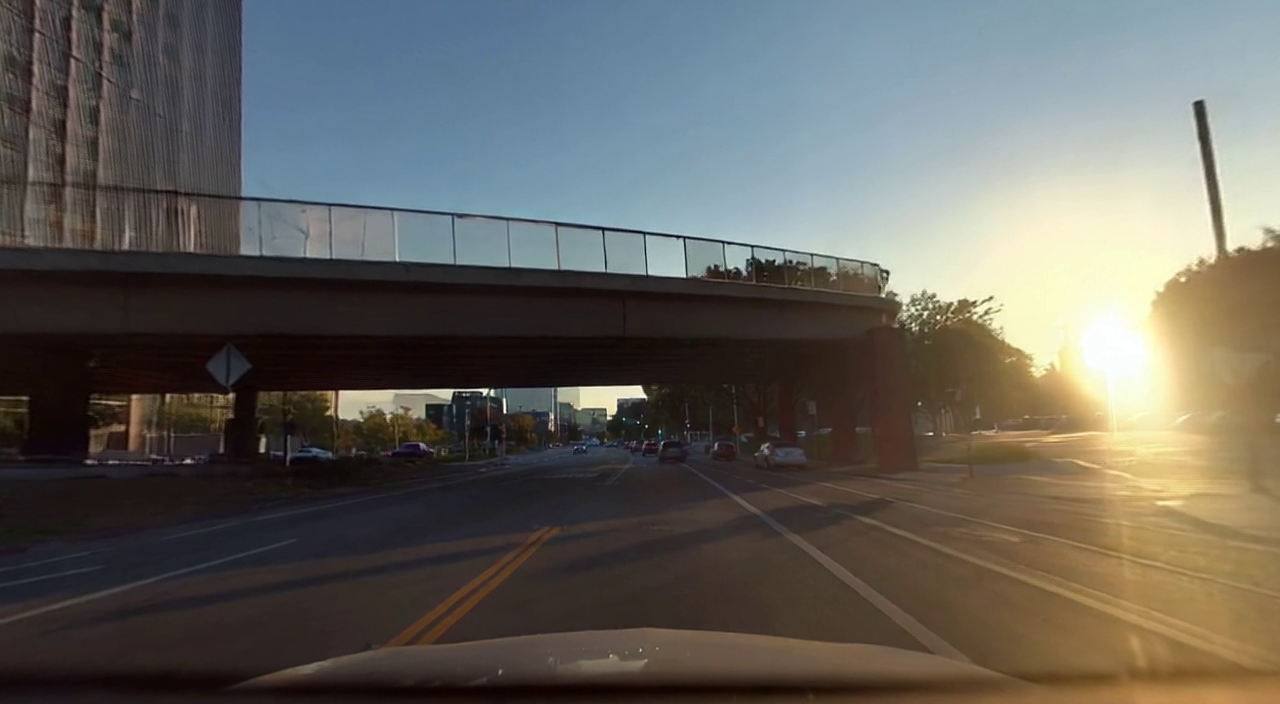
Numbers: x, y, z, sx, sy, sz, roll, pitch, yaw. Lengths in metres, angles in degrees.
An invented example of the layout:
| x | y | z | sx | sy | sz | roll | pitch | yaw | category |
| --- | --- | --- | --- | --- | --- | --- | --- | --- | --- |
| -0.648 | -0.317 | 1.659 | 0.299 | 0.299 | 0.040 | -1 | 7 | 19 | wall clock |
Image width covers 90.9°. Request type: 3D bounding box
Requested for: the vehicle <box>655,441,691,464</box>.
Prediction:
| x | y | z | sx | sy | sz | roll | pitch | yaw | category |
| --- | --- | --- | --- | --- | --- | --- | --- | --- | --- |
| 2.180 | 6.811 | 43.013 | 2.280 | 1.475 | 4.051 | 0 | -8 | 1 | vehicle |

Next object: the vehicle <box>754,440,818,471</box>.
| x | y | z | sx | sy | sz | roll | pitch | yaw | category |
| --- | --- | --- | --- | --- | --- | --- | --- | --- | --- |
| 7.158 | 5.143 | 31.475 | 2.035 | 1.435 | 4.481 | 0 | -8 | -1 | vehicle |
